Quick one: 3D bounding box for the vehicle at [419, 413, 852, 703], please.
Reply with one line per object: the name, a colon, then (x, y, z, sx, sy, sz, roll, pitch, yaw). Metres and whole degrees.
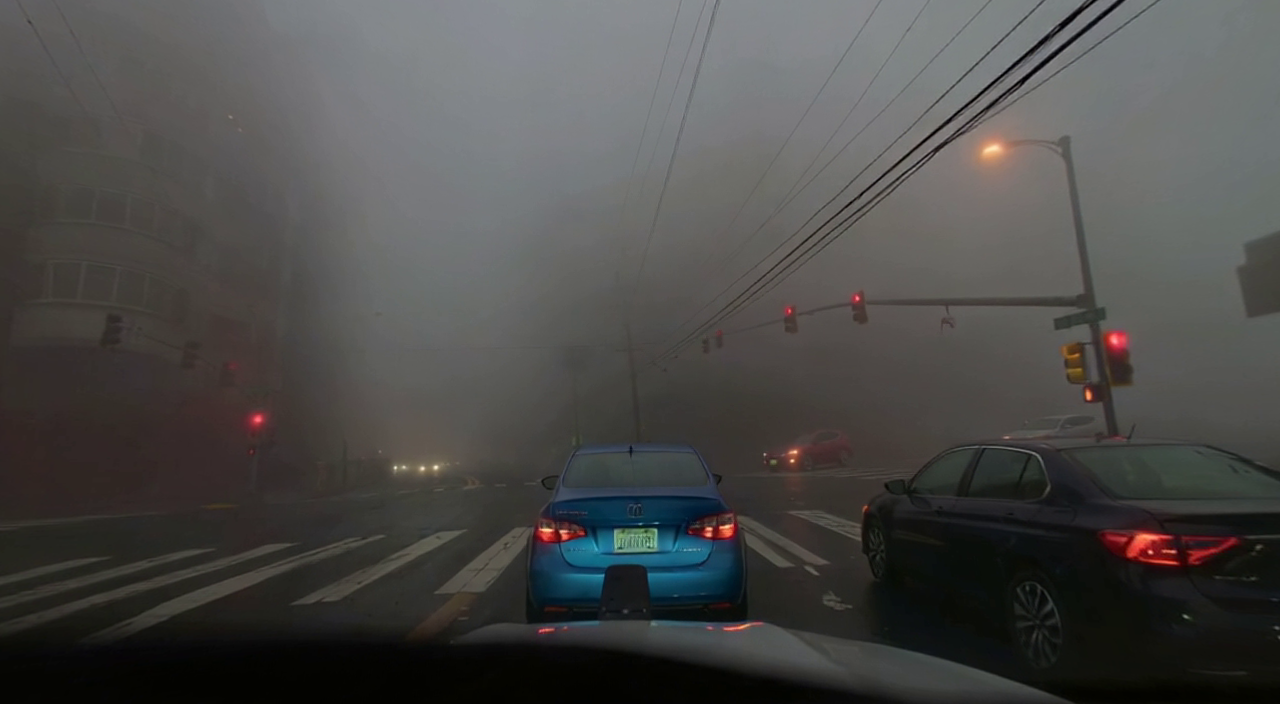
vehicle: (-0.055, 1.349, 5.156, 2.094, 1.481, 4.078, 0, -8, -1)

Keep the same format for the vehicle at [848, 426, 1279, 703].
vehicle: (3.352, 1.376, 5.079, 1.860, 1.430, 4.089, 0, -8, -1)
